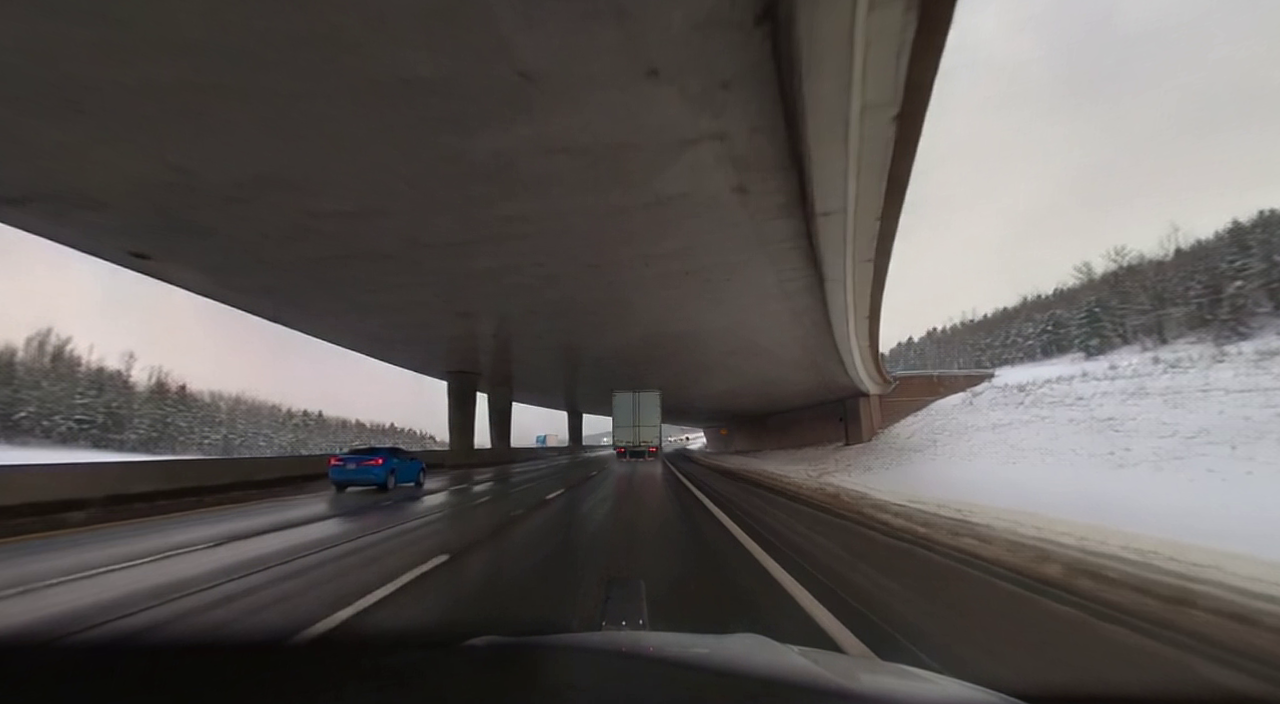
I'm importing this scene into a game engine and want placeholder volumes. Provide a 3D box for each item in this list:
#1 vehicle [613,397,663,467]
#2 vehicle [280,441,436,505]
[{"bbox_3d":[-0.028,5.426,41.843,2.866,4.014,11.261,0,-8,1],"label":"vehicle"},{"bbox_3d":[-7.386,3.188,17.159,2.078,1.496,4.563,0,-8,1],"label":"vehicle"}]
